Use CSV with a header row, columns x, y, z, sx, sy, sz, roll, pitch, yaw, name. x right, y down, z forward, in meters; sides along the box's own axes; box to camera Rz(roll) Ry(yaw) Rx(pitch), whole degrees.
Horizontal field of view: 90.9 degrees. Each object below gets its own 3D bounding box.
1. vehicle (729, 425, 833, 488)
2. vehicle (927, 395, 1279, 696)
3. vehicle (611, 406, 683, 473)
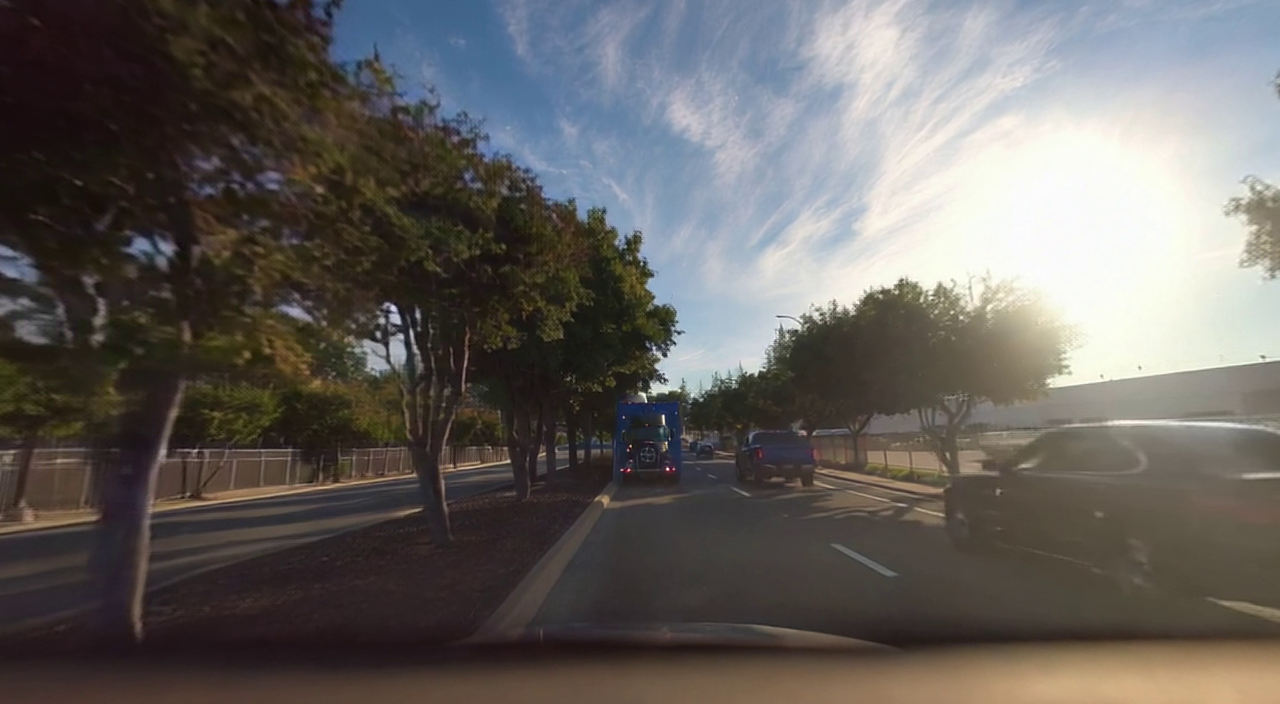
x,y,z,sx,sy,sz,roll,pitch,yaw,name
4.556,3.472,21.326,2.375,1.857,5.100,0,-8,0,vehicle
4.488,1.349,5.507,2.001,1.621,4.208,0,-8,1,vehicle
0.417,4.375,31.461,3.197,2.963,7.055,0,-8,2,vehicle
